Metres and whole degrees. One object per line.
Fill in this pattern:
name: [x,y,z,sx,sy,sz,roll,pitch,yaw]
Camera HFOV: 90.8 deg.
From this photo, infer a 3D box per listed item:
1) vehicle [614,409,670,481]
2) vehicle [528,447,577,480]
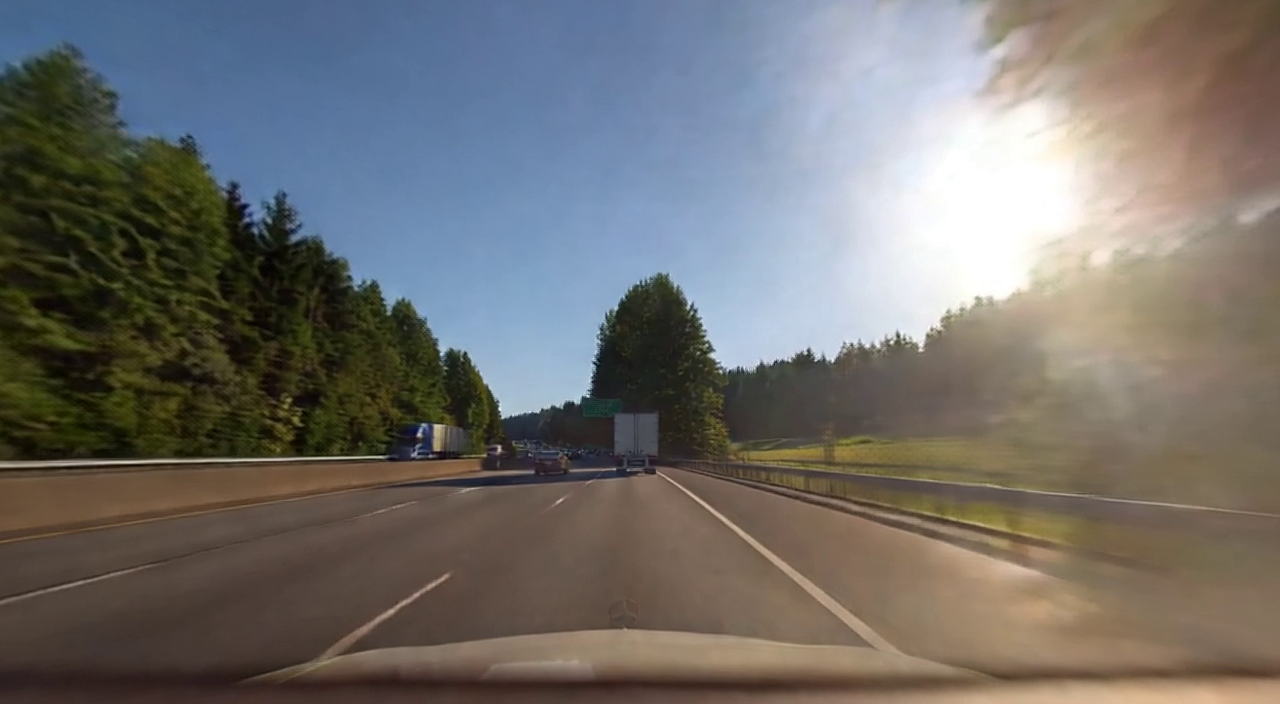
vehicle: [0.002,5.958,39.793,2.976,3.800,12.335,0,-9,-1]
vehicle: [-4.431,5.746,32.574,1.964,1.556,4.071,0,-9,0]
